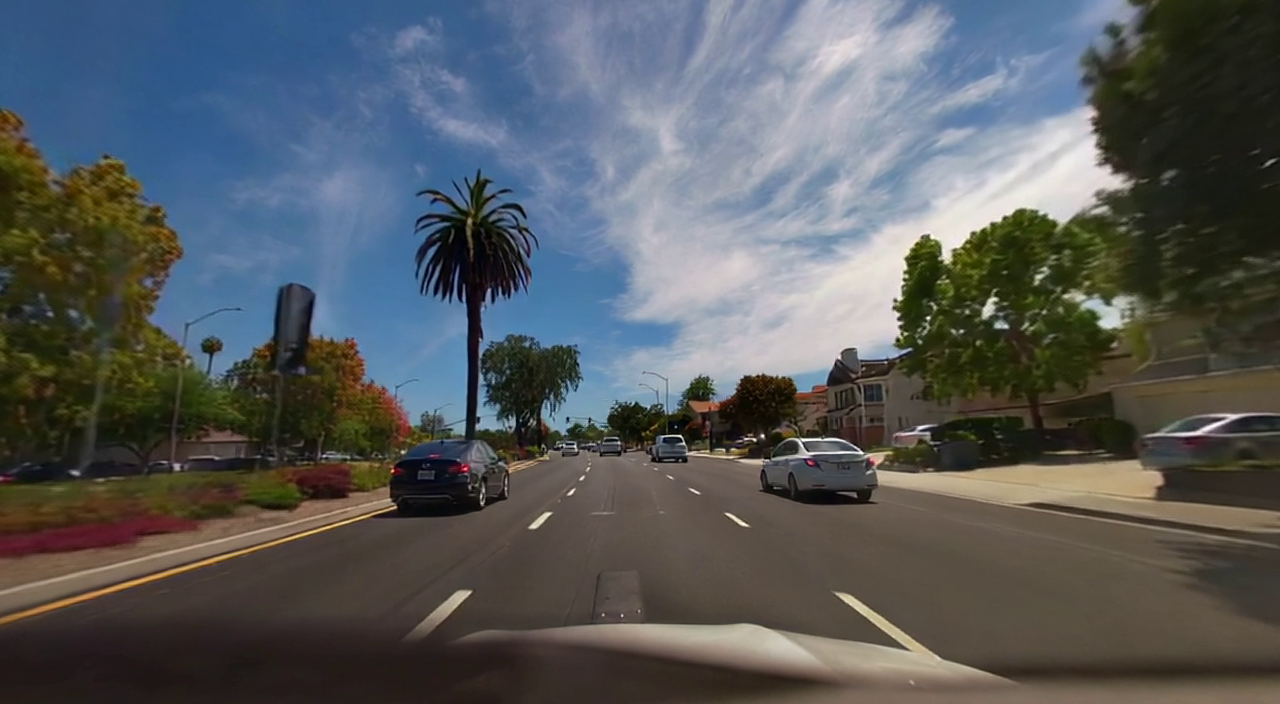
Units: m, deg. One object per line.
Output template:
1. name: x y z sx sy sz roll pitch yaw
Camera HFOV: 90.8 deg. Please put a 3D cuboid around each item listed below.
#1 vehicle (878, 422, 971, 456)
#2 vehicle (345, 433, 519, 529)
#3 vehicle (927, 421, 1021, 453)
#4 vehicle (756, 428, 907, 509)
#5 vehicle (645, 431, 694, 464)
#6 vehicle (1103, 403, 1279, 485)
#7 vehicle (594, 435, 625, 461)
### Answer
1. vehicle: 15.183 4.719 33.979 1.978 1.669 4.515 2 -9 -17
2. vehicle: -3.664 2.335 12.037 1.924 1.473 4.200 0 -8 -1
3. vehicle: 18.580 4.784 35.354 1.983 1.676 4.326 3 -9 -19
4. vehicle: 3.968 2.487 13.903 1.870 1.491 4.009 0 -9 -3
5. vehicle: 1.781 6.067 40.246 2.391 1.960 5.600 0 -9 -5
6. vehicle: 13.410 2.060 14.236 4.408 1.673 1.969 0 -9 -3
7. vehicle: -2.390 7.384 48.425 2.164 1.867 4.254 0 -9 -5
